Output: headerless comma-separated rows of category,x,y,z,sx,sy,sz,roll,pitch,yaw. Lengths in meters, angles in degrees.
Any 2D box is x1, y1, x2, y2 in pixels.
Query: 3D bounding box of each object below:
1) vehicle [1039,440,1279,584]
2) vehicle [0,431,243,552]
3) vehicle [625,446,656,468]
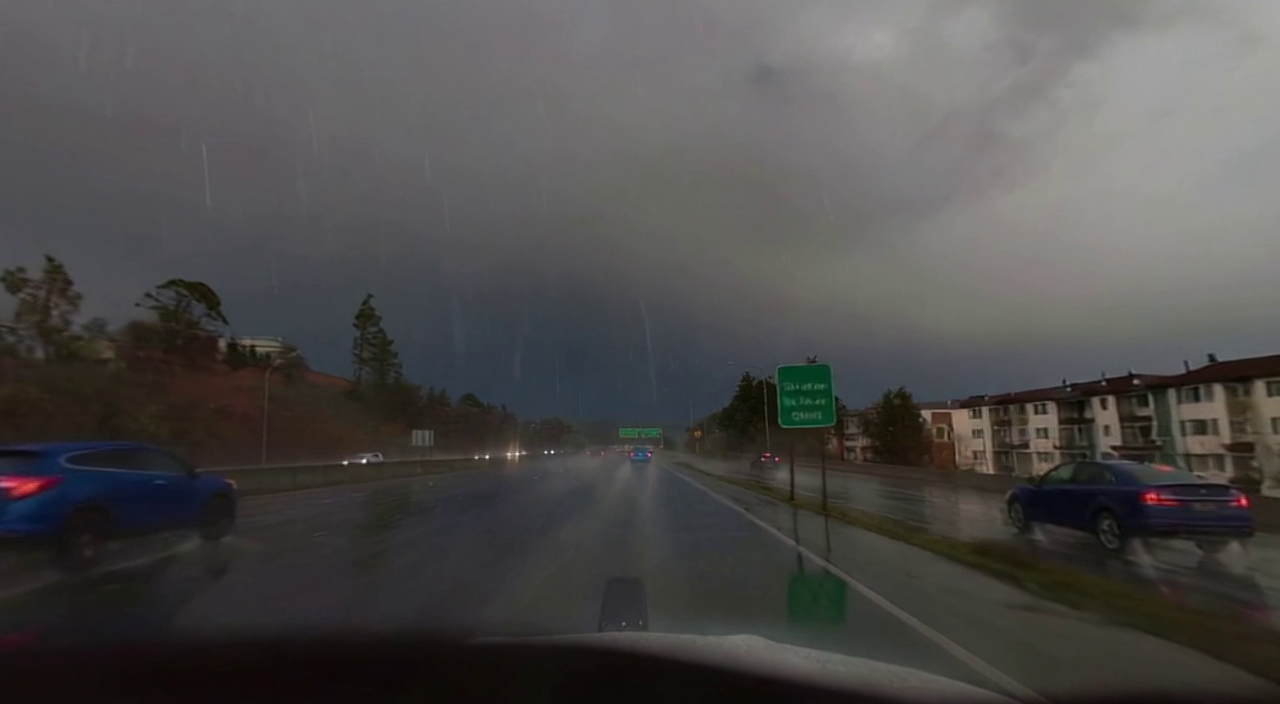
vehicle,9.935,2.437,10.333,2.599,1.962,5.759,1,-8,-6
vehicle,-9.889,2.381,11.584,2.121,1.743,4.673,0,-8,0
vehicle,0.015,7.226,43.528,2.051,1.443,3.770,0,-8,0
